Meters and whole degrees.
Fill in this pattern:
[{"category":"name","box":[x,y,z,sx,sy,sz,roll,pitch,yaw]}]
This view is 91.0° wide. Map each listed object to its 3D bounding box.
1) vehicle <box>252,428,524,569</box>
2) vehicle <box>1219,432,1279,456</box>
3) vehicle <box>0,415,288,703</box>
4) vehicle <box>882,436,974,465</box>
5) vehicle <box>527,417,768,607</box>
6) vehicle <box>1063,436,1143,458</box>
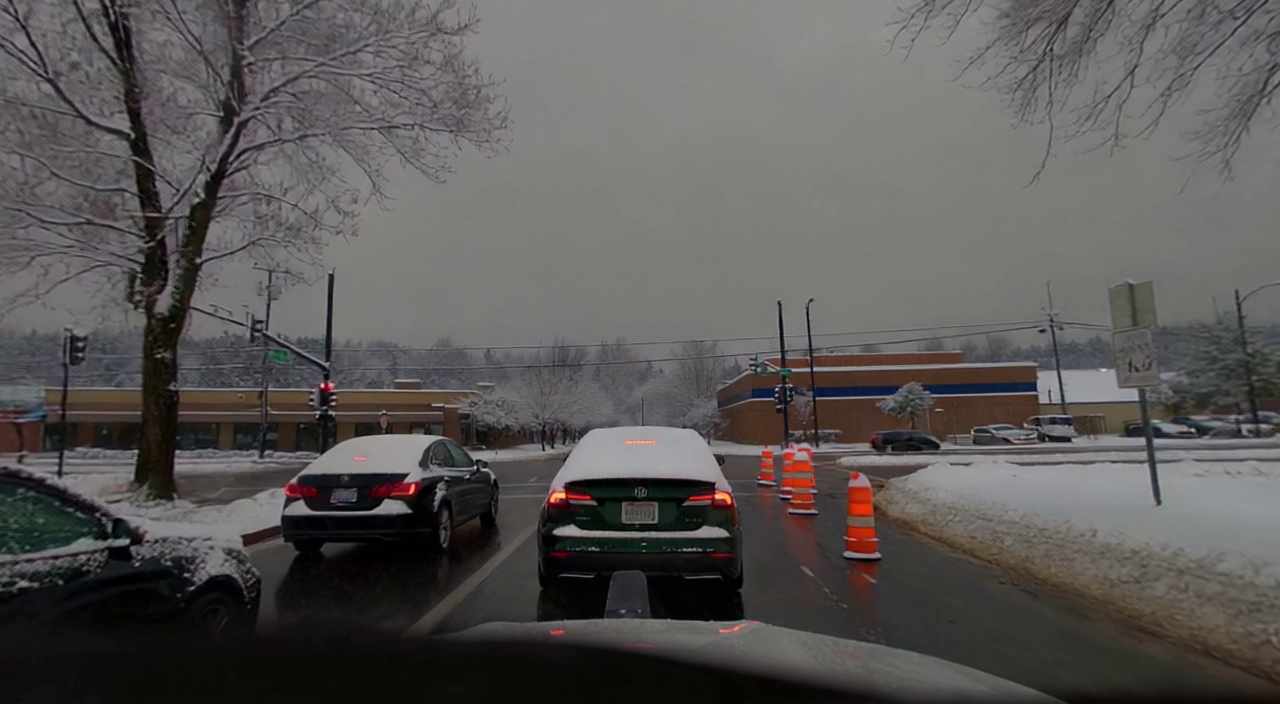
[{"category":"vehicle","box":[-3.269,1.999,9.443,1.989,1.541,4.626,0,-9,2]},{"category":"vehicle","box":[40.693,5.979,40.708,4.579,1.480,1.819,0,-9,1]},{"category":"vehicle","box":[-3.591,0.943,2.148,1.964,1.497,4.722,0,-9,1]},{"category":"vehicle","box":[18.784,6.438,41.274,5.043,1.759,2.085,0,-9,5]},{"category":"vehicle","box":[0.111,1.624,7.204,2.021,1.560,3.676,0,-9,1]},{"category":"vehicle","box":[36.672,7.565,49.957,4.791,1.635,1.857,0,-9,1]}]
